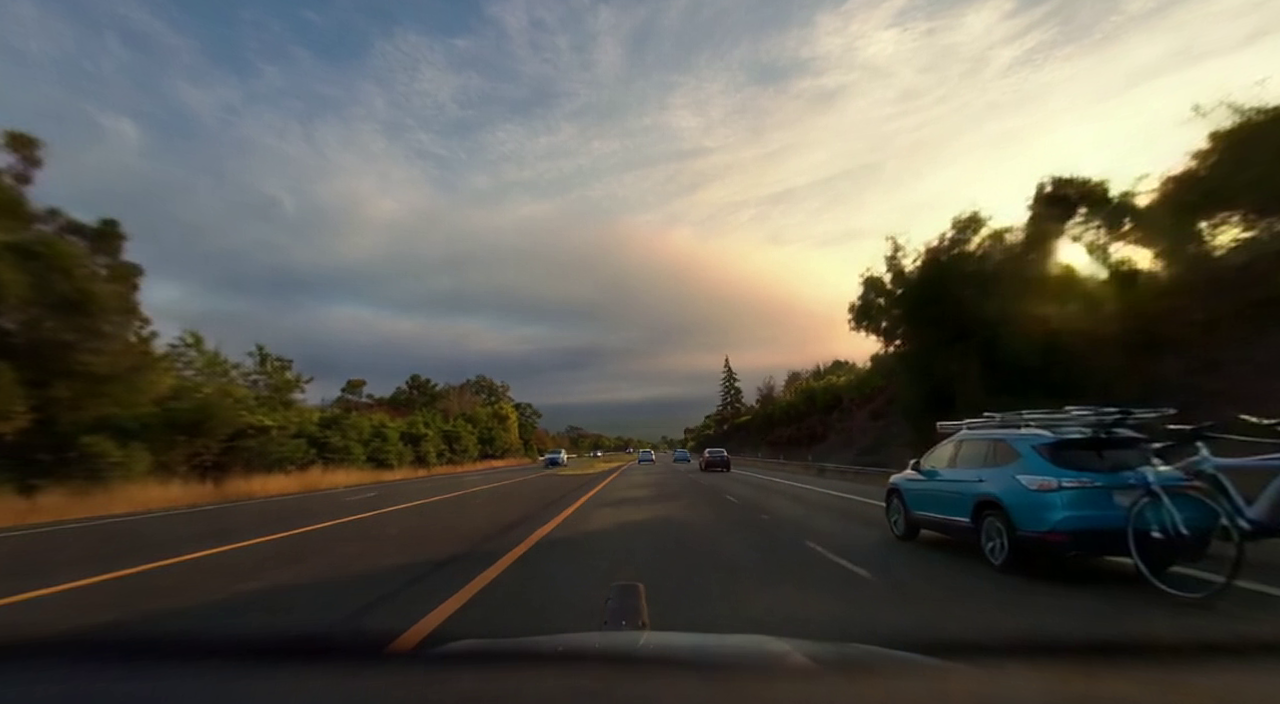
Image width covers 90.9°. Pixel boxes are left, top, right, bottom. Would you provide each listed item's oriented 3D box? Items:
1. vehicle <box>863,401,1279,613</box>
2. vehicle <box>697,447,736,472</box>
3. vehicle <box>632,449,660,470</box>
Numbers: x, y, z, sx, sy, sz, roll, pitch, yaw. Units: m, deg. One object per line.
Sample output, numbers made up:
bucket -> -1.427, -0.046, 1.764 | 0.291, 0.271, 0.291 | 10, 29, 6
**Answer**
vehicle -> 4.228, 1.515, 6.961 | 1.978, 1.604, 4.128 | 0, -9, 0
vehicle -> 4.940, 6.999, 41.161 | 1.964, 1.513, 3.707 | 0, -9, -1
vehicle -> 0.440, 7.851, 46.209 | 1.991, 1.459, 3.769 | 0, -9, 0
